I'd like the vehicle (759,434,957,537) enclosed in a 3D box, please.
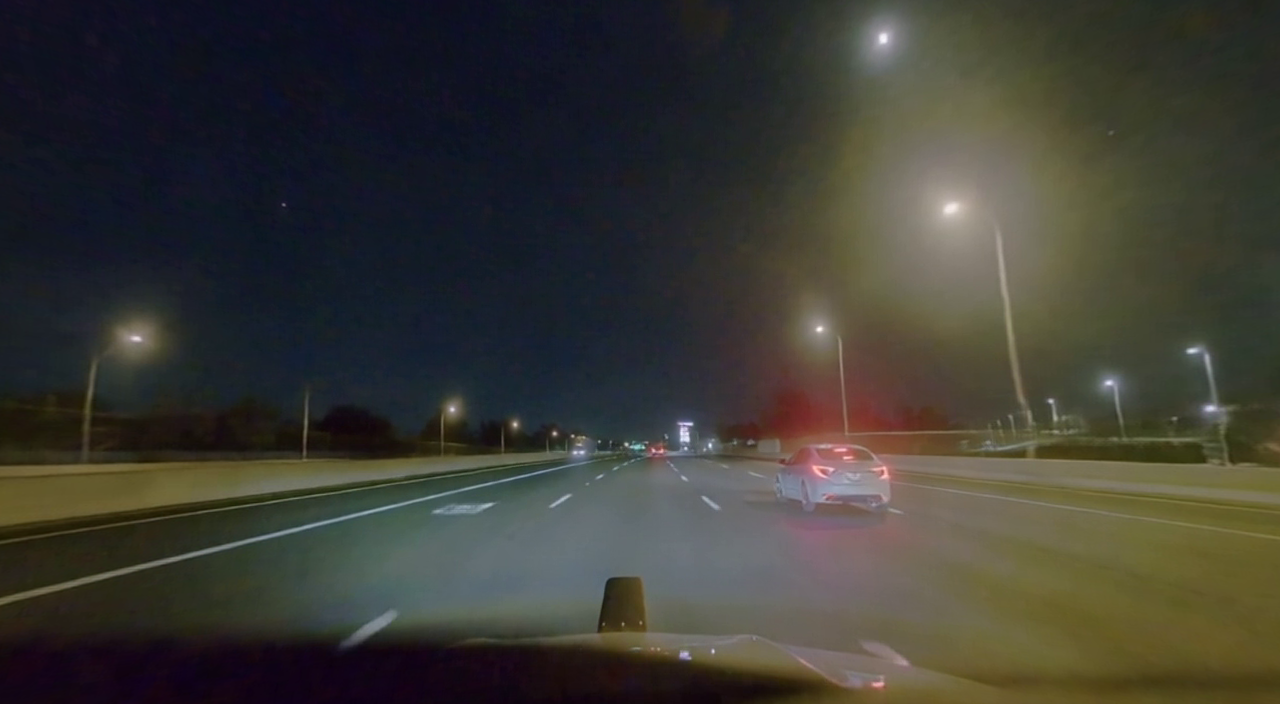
[{"bbox_3d":[3.670,2.330,11.716,1.999,1.492,4.673,0,-9,0],"label":"vehicle"}]
